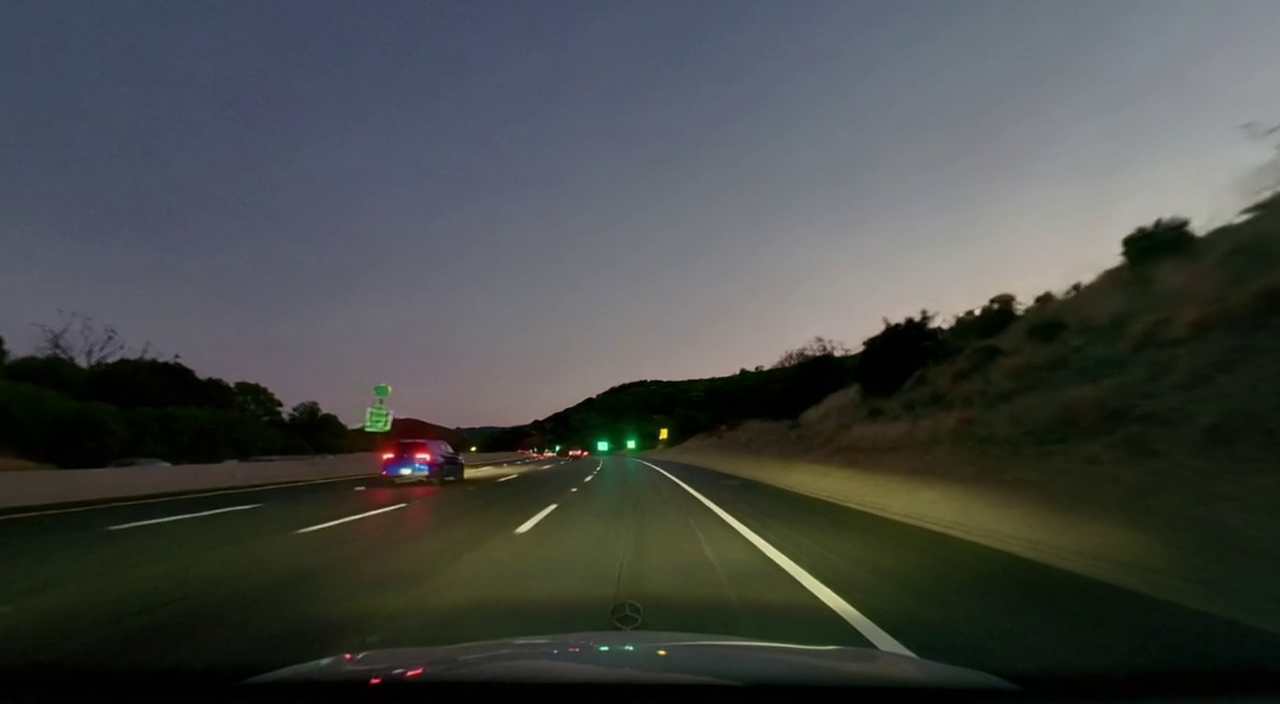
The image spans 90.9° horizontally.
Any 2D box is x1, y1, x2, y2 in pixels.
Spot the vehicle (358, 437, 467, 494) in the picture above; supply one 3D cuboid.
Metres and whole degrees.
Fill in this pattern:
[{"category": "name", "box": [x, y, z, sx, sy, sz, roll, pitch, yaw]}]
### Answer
[{"category": "vehicle", "box": [-7.527, 3.779, 21.423, 2.046, 1.712, 4.533, 0, -8, -1]}]
